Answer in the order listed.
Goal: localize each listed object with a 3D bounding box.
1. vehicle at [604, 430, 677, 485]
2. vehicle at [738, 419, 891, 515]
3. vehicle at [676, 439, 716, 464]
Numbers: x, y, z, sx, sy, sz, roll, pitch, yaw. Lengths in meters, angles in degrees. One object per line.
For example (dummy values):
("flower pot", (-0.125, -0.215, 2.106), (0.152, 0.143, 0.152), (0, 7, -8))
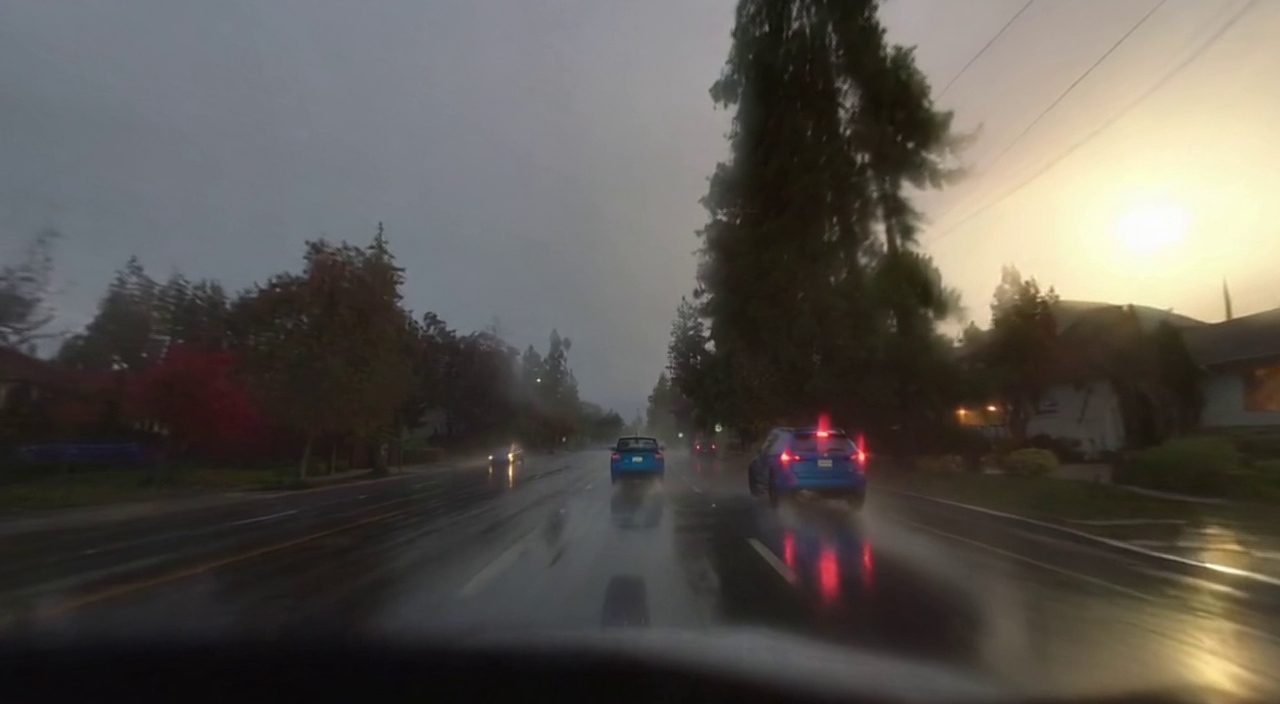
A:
("vehicle", (0.026, 3.520, 21.271), (2.200, 1.653, 4.127), (0, -8, 1))
("vehicle", (3.486, 2.409, 13.649), (2.024, 1.711, 4.512), (0, -8, 0))
("vehicle", (3.409, 6.224, 39.406), (2.099, 1.463, 4.130), (0, -8, 0))
